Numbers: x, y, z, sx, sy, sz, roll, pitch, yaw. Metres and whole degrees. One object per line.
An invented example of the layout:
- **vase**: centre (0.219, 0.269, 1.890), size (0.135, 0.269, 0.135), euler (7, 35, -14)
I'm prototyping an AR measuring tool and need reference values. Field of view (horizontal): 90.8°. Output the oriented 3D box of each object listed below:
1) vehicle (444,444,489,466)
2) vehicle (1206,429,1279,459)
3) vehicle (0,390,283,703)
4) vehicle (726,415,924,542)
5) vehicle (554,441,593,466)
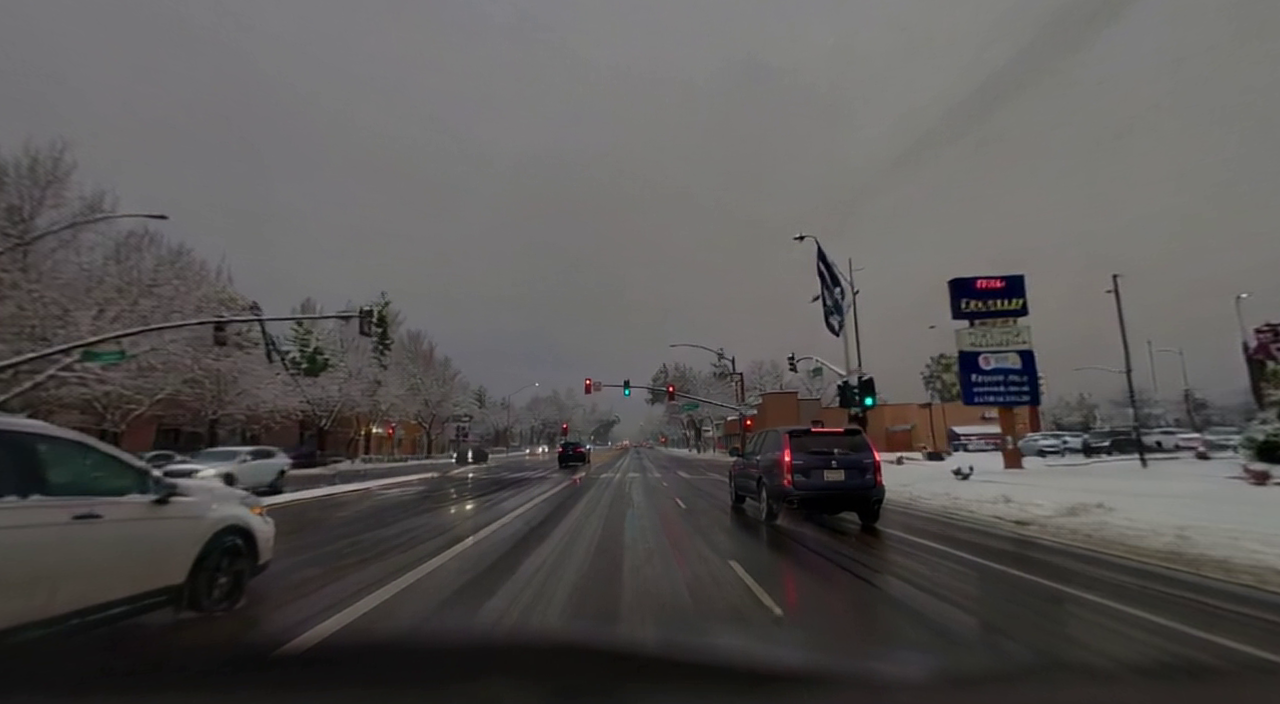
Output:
- **vehicle**: centre (-12.712, 7.531, 46.614), size (1.991, 1.517, 4.760), euler (0, -8, 0)
- **vehicle**: centre (38.410, 5.715, 39.193), size (4.542, 1.767, 1.992), euler (0, -8, 3)
- **vehicle**: centre (-4.112, 1.030, 3.416), size (2.063, 1.578, 3.915), euler (0, -8, -1)
- **vehicle**: centre (2.826, 2.040, 10.834), size (1.982, 1.711, 4.276), euler (0, -8, -2)
- **vehicle**: centre (-4.107, 6.324, 39.565), size (2.034, 1.498, 3.995), euler (0, -8, -1)
